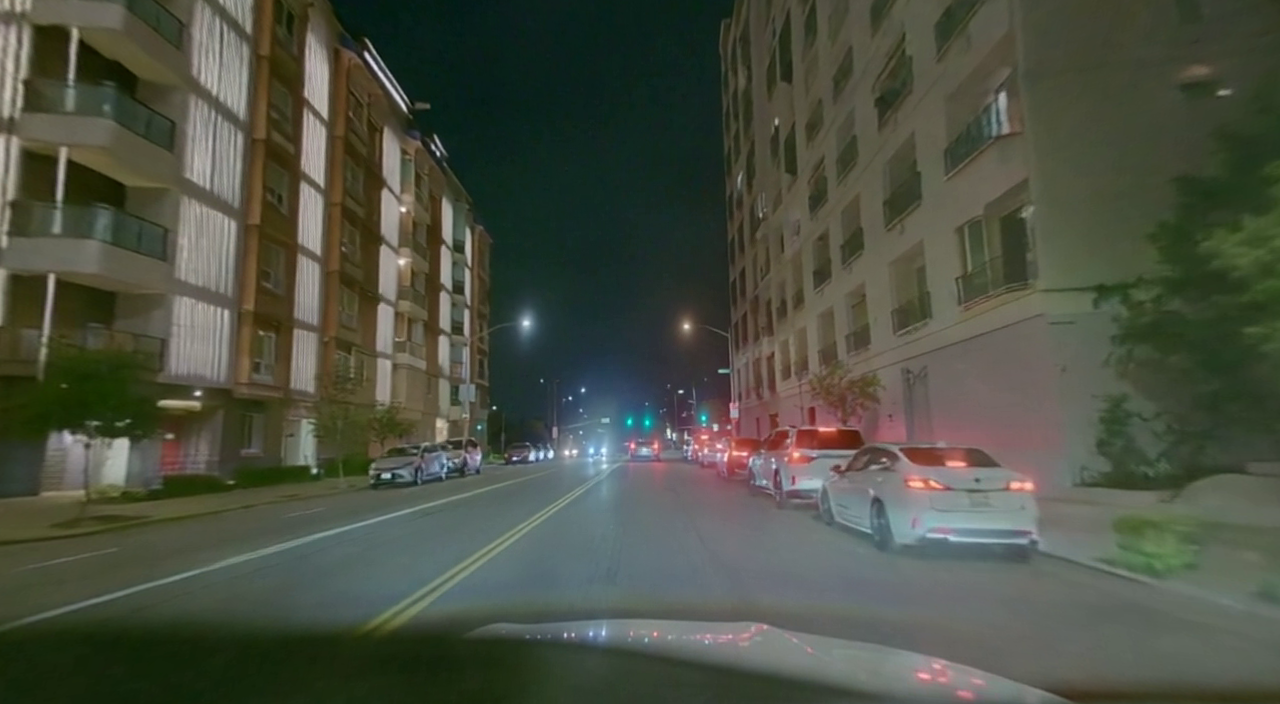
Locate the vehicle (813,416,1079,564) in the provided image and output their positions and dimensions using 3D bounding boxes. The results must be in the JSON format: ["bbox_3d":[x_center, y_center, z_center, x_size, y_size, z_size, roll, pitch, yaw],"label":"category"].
[{"bbox_3d":[3.821,1.754,8.570,1.946,1.607,3.082,0,-8,-2],"label":"vehicle"}]

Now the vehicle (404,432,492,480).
[{"bbox_3d":[-8.971,4.918,30.127,2.457,2.048,5.461,0,-8,0],"label":"vehicle"}]

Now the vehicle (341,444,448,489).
[{"bbox_3d":[-9.228,4.311,24.187,2.089,1.549,4.597,-1,-8,2],"label":"vehicle"}]

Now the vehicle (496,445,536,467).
[{"bbox_3d":[-8.856,7.436,45.351,2.021,1.474,4.337,0,-8,-1],"label":"vehicle"}]

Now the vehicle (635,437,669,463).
[{"bbox_3d":[0.815,6.935,44.521,2.261,1.740,4.065,0,-8,0],"label":"vehicle"}]
